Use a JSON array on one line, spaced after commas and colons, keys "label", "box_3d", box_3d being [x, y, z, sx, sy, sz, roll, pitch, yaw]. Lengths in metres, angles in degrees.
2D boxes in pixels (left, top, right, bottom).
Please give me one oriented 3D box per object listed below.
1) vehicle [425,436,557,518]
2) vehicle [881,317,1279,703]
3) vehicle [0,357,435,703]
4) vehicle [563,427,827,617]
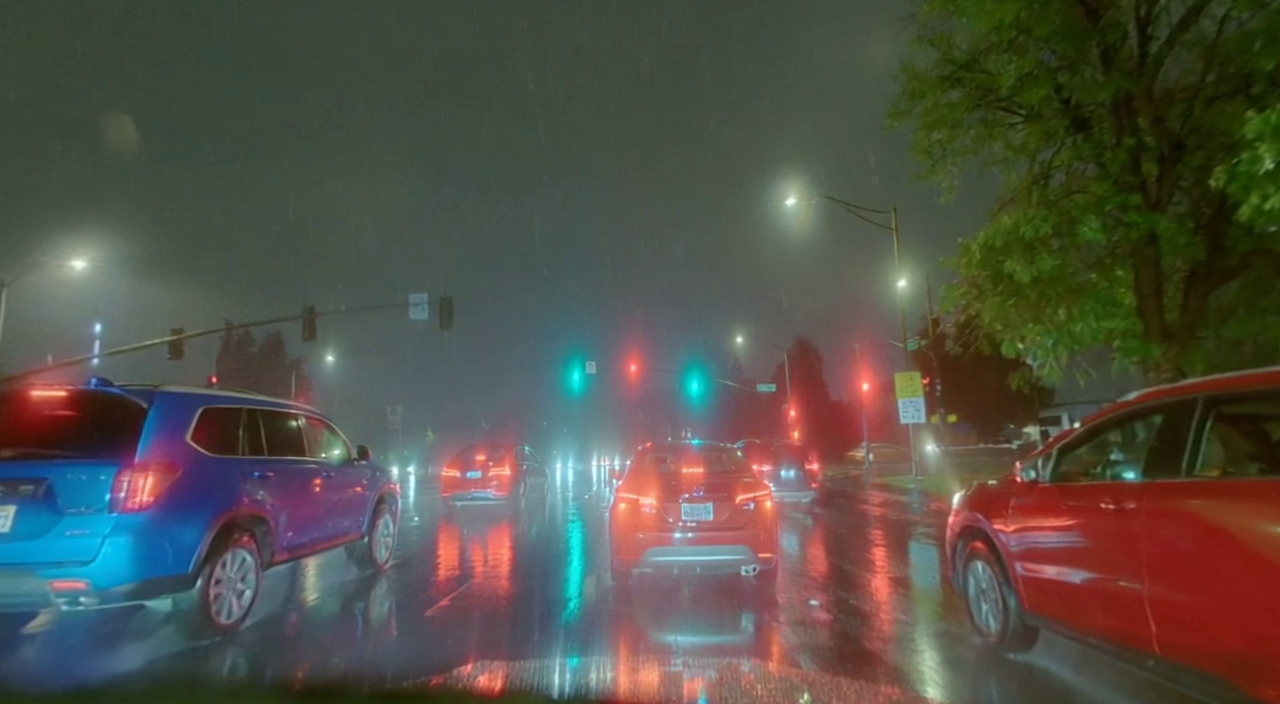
[{"label": "vehicle", "box_3d": [-3.078, 2.658, 13.886, 1.868, 1.516, 4.114, 0, -8, 0]}, {"label": "vehicle", "box_3d": [3.049, 0.930, 3.155, 1.880, 1.747, 4.500, 0, -8, 0]}, {"label": "vehicle", "box_3d": [-3.447, 1.220, 5.294, 1.889, 1.767, 4.289, 0, -8, 1]}, {"label": "vehicle", "box_3d": [0.426, 1.619, 6.917, 2.051, 1.460, 3.932, 0, -8, 0]}]
